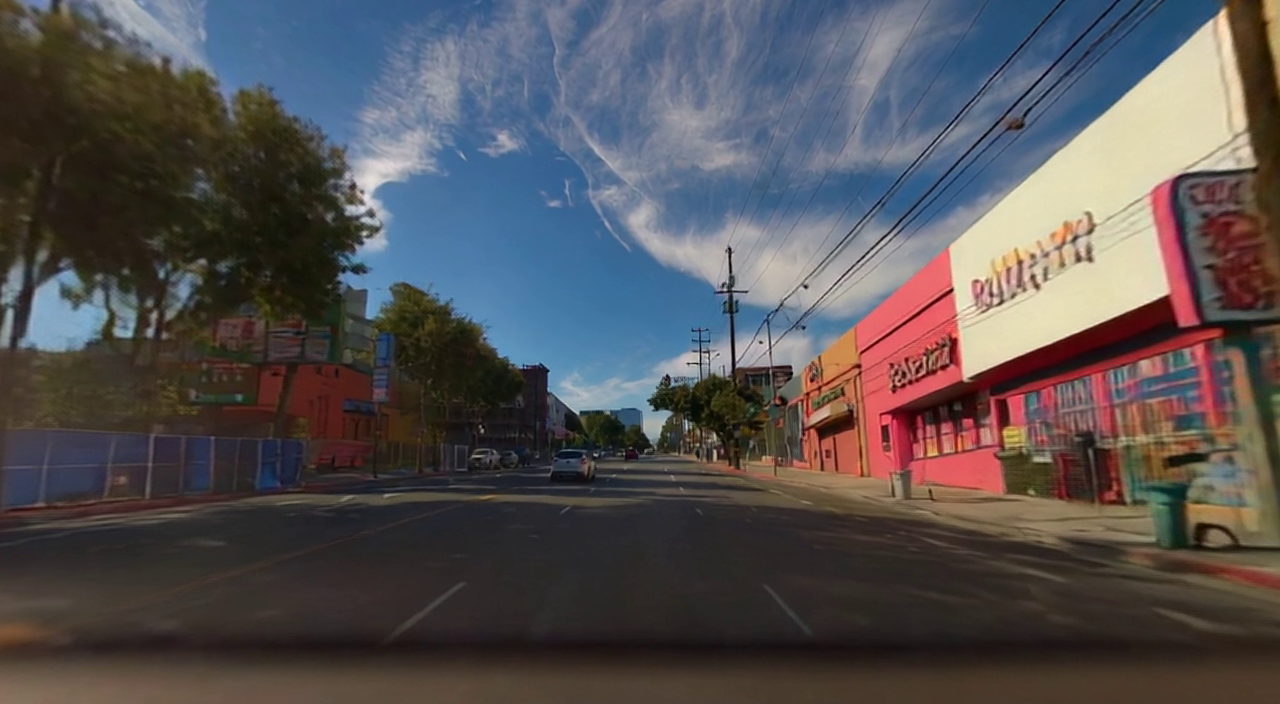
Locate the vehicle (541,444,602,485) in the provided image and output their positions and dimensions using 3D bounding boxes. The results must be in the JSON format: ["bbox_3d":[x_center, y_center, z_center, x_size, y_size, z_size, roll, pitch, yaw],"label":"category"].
[{"bbox_3d":[-2.826,4.775,27.059,2.036,1.589,4.549,0,-9,1],"label":"vehicle"}]

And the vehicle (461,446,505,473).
[{"bbox_3d":[-11.572,7.905,46.636,2.052,1.898,4.253,-1,-9,1],"label":"vehicle"}]
